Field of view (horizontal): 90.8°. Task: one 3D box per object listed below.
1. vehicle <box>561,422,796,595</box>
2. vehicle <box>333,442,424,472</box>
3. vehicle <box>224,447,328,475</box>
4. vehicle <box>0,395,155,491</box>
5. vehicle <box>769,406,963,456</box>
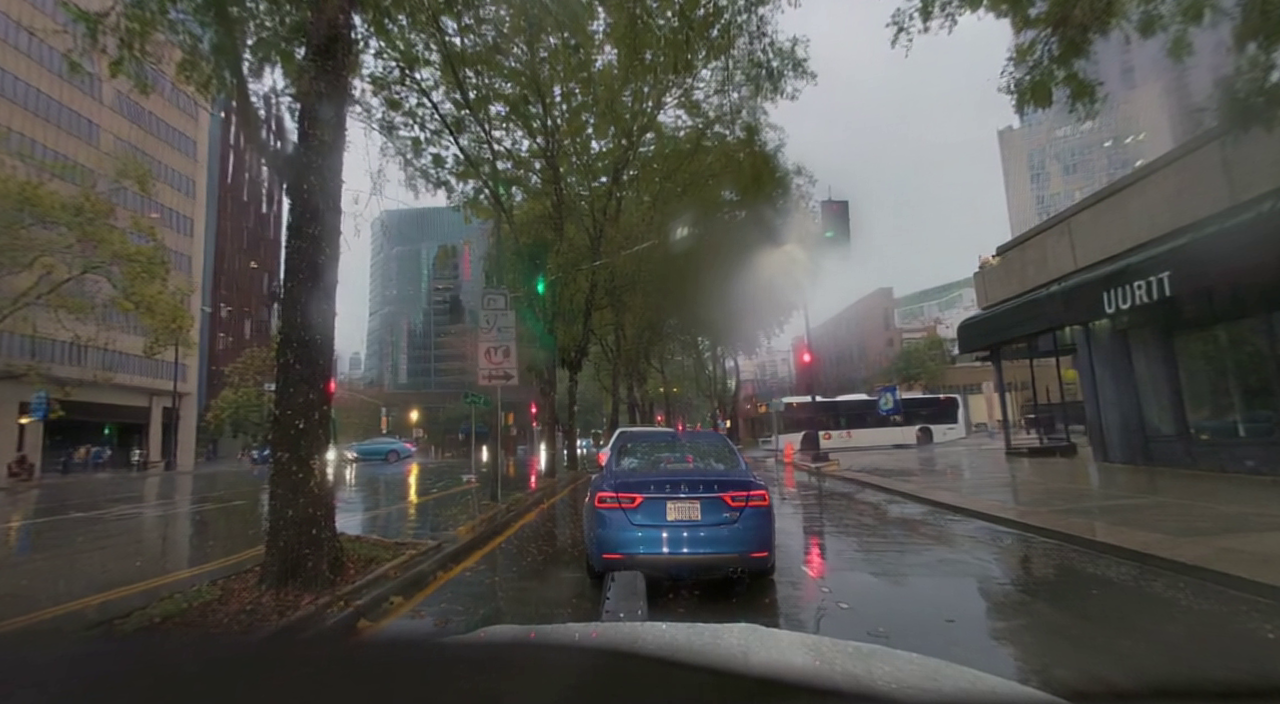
[{"bbox_3d":[0.366,1.630,7.393,2.006,1.470,3.799,0,-8,1],"label":"vehicle"},{"bbox_3d":[-15.401,6.153,37.373,1.892,1.645,4.561,-8,-12,44],"label":"vehicle"},{"bbox_3d":[-20.913,6.249,36.513,1.883,1.461,4.830,-5,-10,28],"label":"vehicle"},{"bbox_3d":[-25.945,3.644,25.342,2.692,3.685,10.153,-3,-9,20],"label":"vehicle"},{"bbox_3d":[17.325,6.169,49.242,13.811,3.706,2.997,0,-9,2],"label":"vehicle"}]
